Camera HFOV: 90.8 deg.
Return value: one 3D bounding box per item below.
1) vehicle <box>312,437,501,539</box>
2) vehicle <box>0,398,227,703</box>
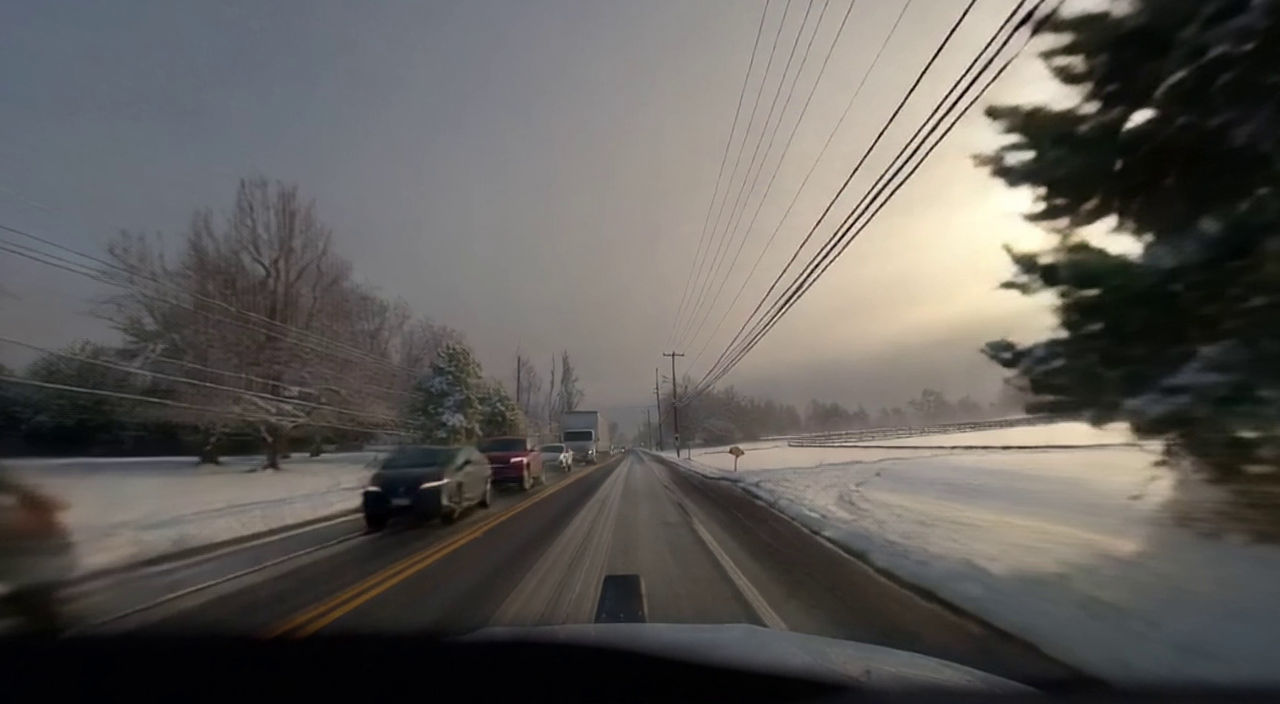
[{"bbox_3d":[-4.573,2.677,13.291,2.269,1.630,4.636,-3,-8,-1],"label":"vehicle"},{"bbox_3d":[-4.445,1.019,2.568,2.284,1.634,4.756,-3,-8,1],"label":"vehicle"}]
